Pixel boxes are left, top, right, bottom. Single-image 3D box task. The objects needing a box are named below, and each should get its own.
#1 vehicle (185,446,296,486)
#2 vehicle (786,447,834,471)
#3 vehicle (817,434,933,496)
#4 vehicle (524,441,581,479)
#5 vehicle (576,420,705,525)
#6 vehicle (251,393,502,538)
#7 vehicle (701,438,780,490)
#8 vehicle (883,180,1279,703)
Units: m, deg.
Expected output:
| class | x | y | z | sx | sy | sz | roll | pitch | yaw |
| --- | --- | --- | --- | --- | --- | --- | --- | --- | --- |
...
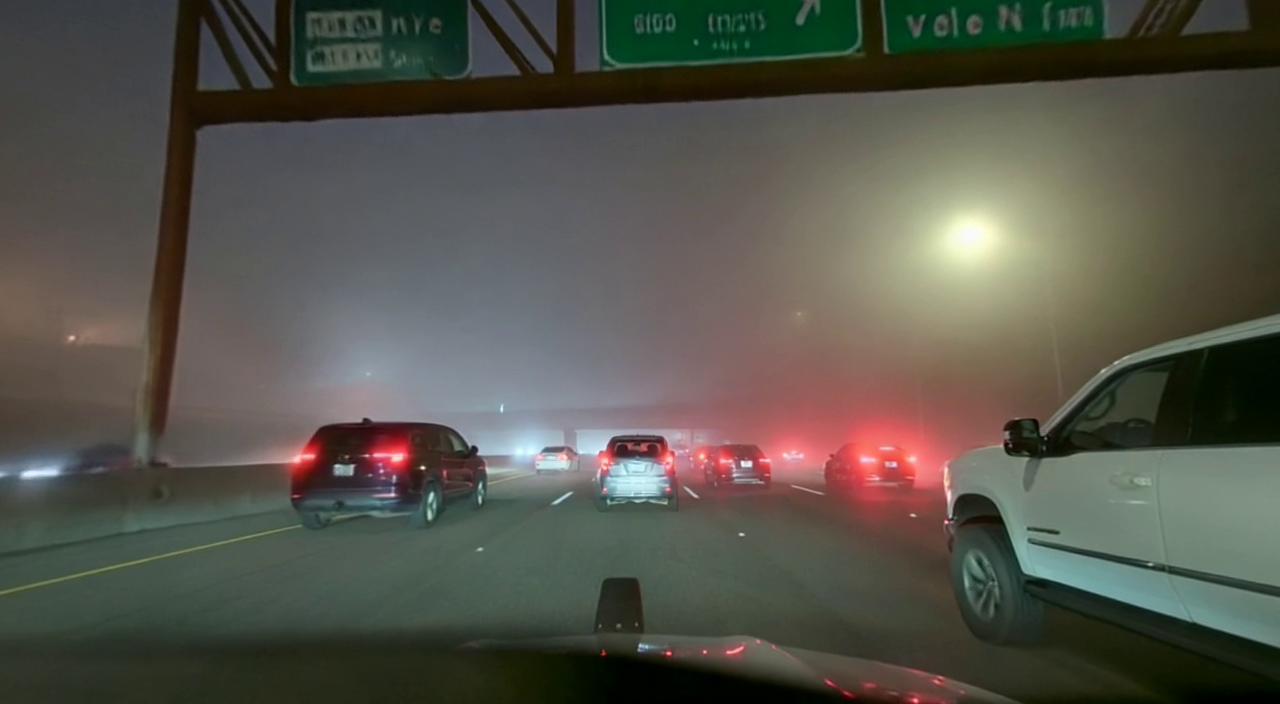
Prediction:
| class | x | y | z | sx | sy | sz | roll | pitch | yaw |
| --- | --- | --- | --- | --- | --- | --- | --- | --- | --- |
| vehicle | -18.412 | 5.241 | 29.335 | 2.022 | 1.659 | 4.620 | 0 | -9 | 1 |
| vehicle | 11.660 | 7.363 | 43.507 | 1.797 | 1.557 | 4.653 | 1 | -9 | -3 |
| vehicle | 7.583 | 3.689 | 20.926 | 2.054 | 1.769 | 4.693 | 0 | -9 | 0 |
| vehicle | -4.106 | 5.149 | 30.295 | 1.982 | 1.655 | 4.604 | 0 | -9 | 1 |
| vehicle | 0.025 | 2.380 | 12.874 | 2.181 | 1.756 | 4.167 | 0 | -9 | 0 |
| vehicle | -4.563 | 2.131 | 12.389 | 2.212 | 2.101 | 6.052 | 0 | -9 | 1 |
| vehicle | 3.485 | 3.999 | 22.793 | 2.022 | 1.633 | 4.651 | 1 | -9 | -1 |
| vehicle | 3.474 | 0.671 | 3.285 | 2.300 | 2.242 | 5.327 | 0 | -9 | 0 |
